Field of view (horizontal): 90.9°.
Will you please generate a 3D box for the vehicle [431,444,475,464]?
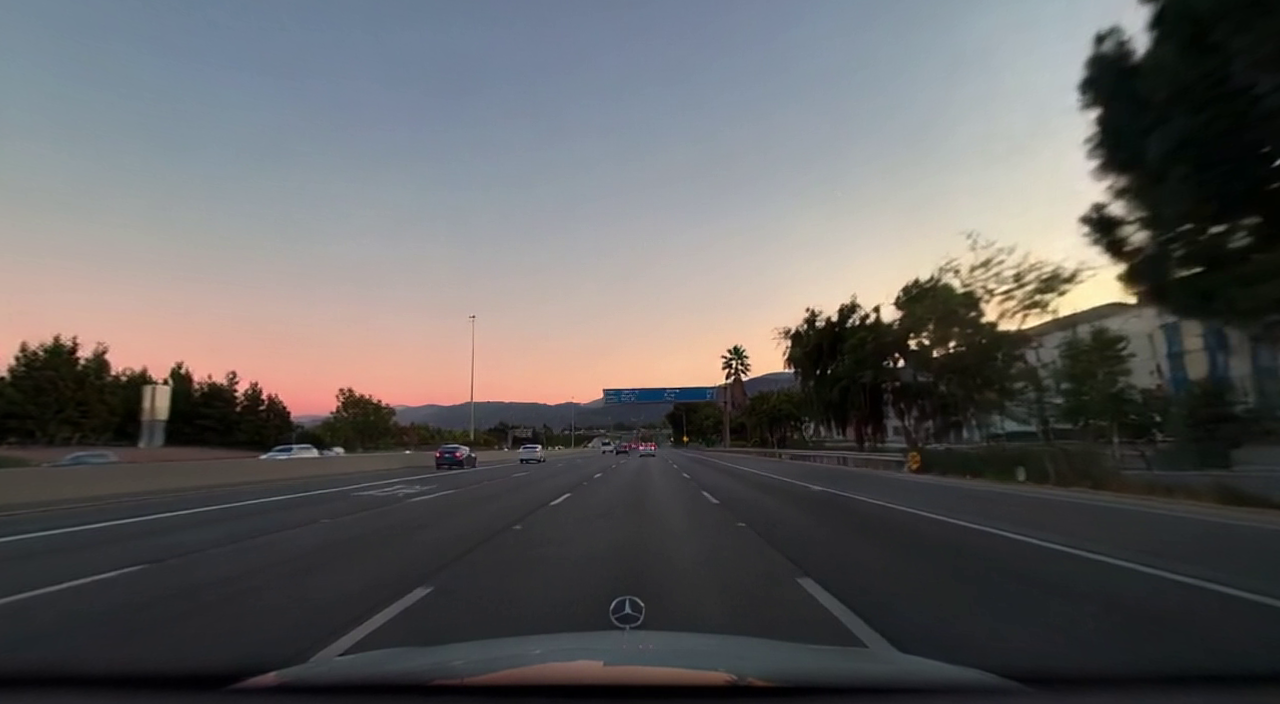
[{"bbox_3d":[-14.166,7.718,48.014,1.818,1.377,4.419,-1,-8,2],"label":"vehicle"}]
